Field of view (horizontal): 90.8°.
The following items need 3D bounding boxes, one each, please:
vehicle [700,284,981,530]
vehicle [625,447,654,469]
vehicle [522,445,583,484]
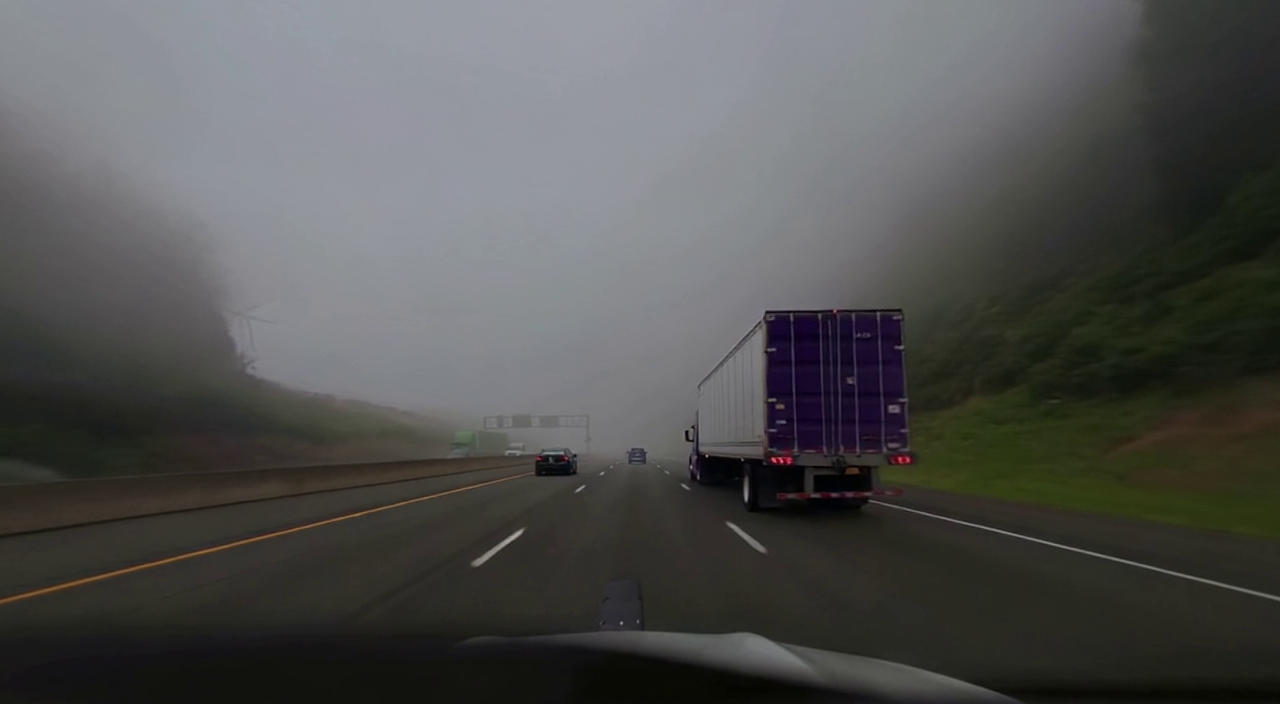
[{"bbox_3d":[3.834,1.859,16.944,2.947,3.989,13.568,0,-9,-1],"label":"vehicle"},{"bbox_3d":[-0.065,7.204,42.993,1.931,1.453,3.695,0,-9,-1],"label":"vehicle"},{"bbox_3d":[-3.592,4.687,26.603,1.952,1.521,4.095,0,-9,0],"label":"vehicle"}]
